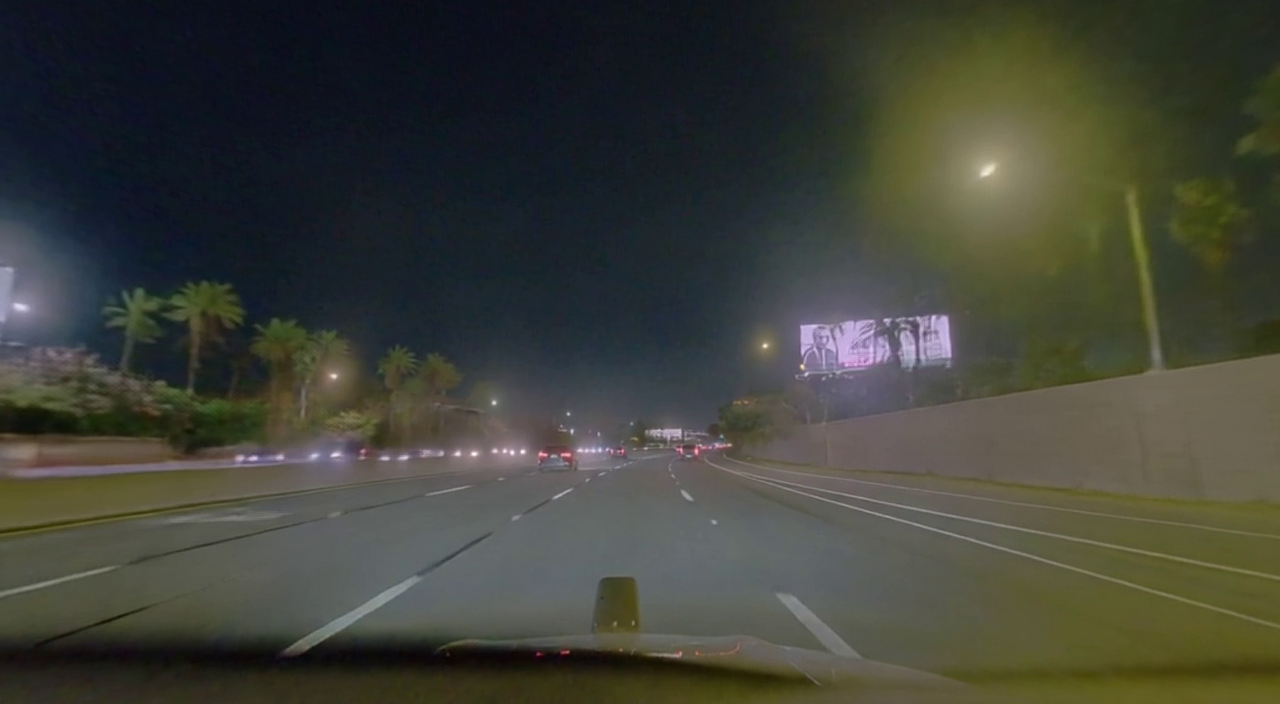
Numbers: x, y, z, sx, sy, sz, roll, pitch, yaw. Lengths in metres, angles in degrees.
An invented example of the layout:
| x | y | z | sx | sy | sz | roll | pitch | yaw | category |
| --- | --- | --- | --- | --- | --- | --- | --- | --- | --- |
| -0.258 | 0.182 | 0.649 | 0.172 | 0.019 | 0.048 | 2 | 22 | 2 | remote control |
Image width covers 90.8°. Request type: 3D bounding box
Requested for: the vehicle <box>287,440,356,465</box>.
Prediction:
| x | y | z | sx | sy | sz | roll | pitch | yaw | category |
| --- | --- | --- | --- | --- | --- | --- | --- | --- | --- |
| -21.417 | 6.803 | 42.713 | 2.147 | 1.576 | 4.500 | -1 | -9 | 3 | vehicle |

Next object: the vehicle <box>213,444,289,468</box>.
| x | y | z | sx | sy | sz | roll | pitch | yaw | category |
| --- | --- | --- | --- | --- | --- | --- | --- | --- | --- |
| -25.503 | 6.810 | 41.640 | 2.077 | 1.454 | 4.492 | 0 | -9 | 2 | vehicle |

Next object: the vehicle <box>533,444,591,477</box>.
| x | y | z | sx | sy | sz | roll | pitch | yaw | category |
| --- | --- | --- | --- | --- | --- | --- | --- | --- | --- |
| -3.719 | 5.261 | 30.971 | 2.078 | 1.457 | 4.648 | 0 | -8 | 3 | vehicle |
